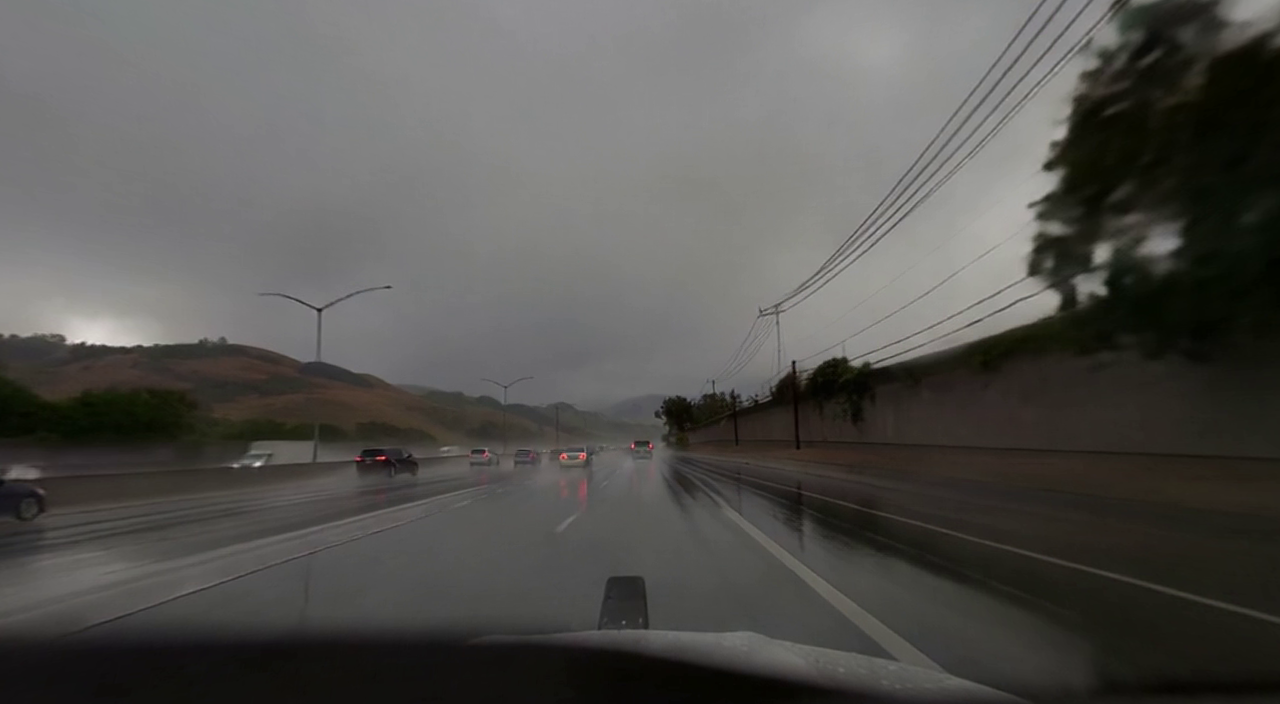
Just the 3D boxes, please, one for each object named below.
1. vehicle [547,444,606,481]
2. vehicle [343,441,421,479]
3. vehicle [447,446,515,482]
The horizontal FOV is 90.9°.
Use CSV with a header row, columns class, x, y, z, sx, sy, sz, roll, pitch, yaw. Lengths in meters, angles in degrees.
class,x,y,z,sx,sy,sz,roll,pitch,yaw
vehicle,-2.639,4.738,27.258,2.064,1.446,4.409,0,-9,1
vehicle,-14.269,5.999,35.276,2.172,1.946,5.017,0,-9,1
vehicle,-7.082,5.023,28.502,1.899,1.472,4.202,0,-9,1
